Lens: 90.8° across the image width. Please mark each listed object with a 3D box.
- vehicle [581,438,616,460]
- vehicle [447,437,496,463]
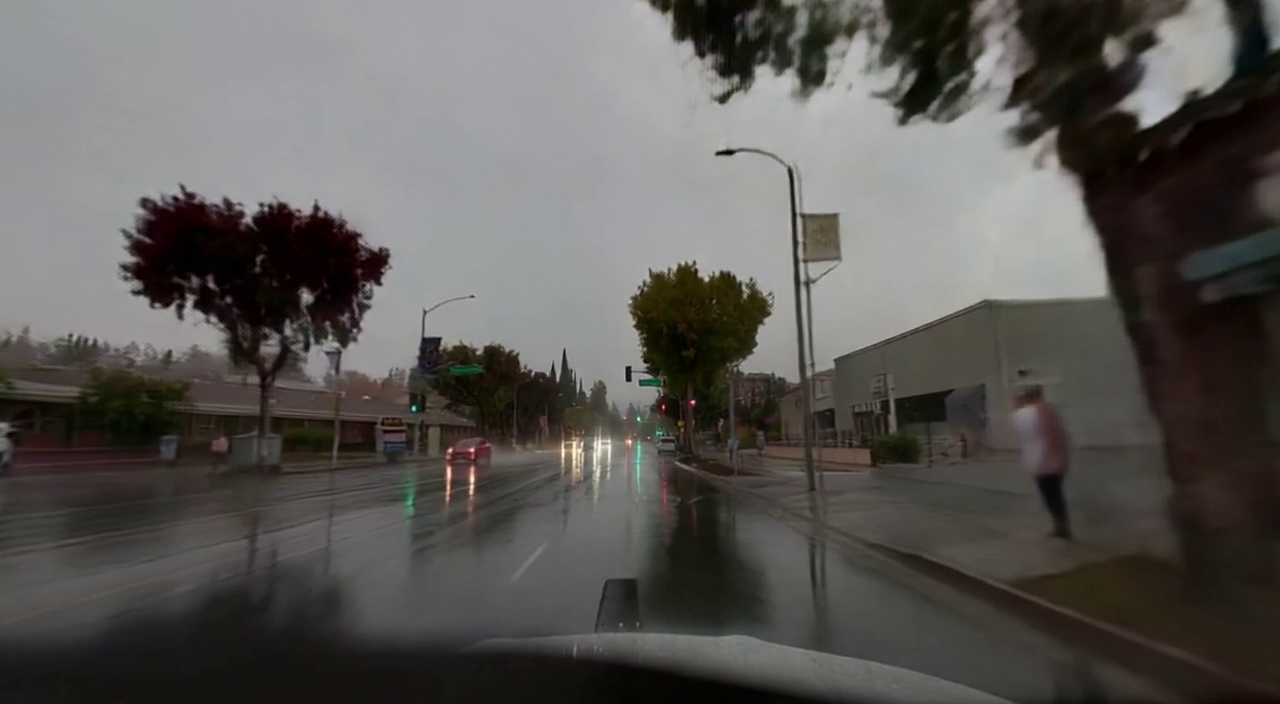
[{"bbox_3d":[-2.926,6.996,45.678,2.122,1.469,4.388,0,-8,1],"label":"vehicle"},{"bbox_3d":[-10.446,6.069,39.466,1.873,1.532,3.777,0,-8,2],"label":"vehicle"}]
